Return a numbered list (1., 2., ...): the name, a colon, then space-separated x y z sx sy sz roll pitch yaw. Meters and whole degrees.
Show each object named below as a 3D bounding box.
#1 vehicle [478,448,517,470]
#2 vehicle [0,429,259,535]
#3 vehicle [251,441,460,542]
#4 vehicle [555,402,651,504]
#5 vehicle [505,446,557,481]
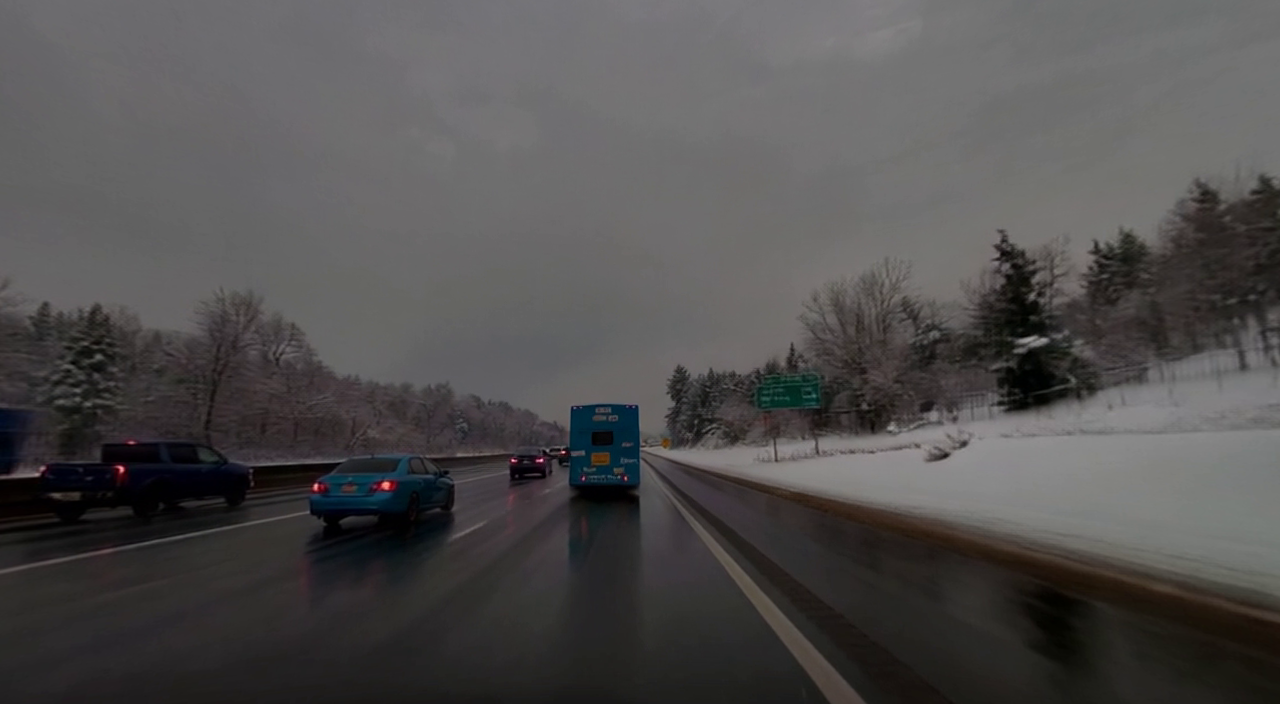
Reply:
1. vehicle: -10.098 7.613 44.861 1.886 1.462 4.084 0 -9 -1
2. vehicle: -9.564 2.352 11.919 2.010 1.621 4.252 0 -9 0
3. vehicle: -4.732 2.342 11.220 1.876 1.438 4.072 0 -9 -1
4. vehicle: -0.959 2.943 18.534 2.394 2.556 5.232 0 -9 -1
5. vehicle: -5.063 5.195 29.549 1.872 1.480 3.545 0 -9 -1
